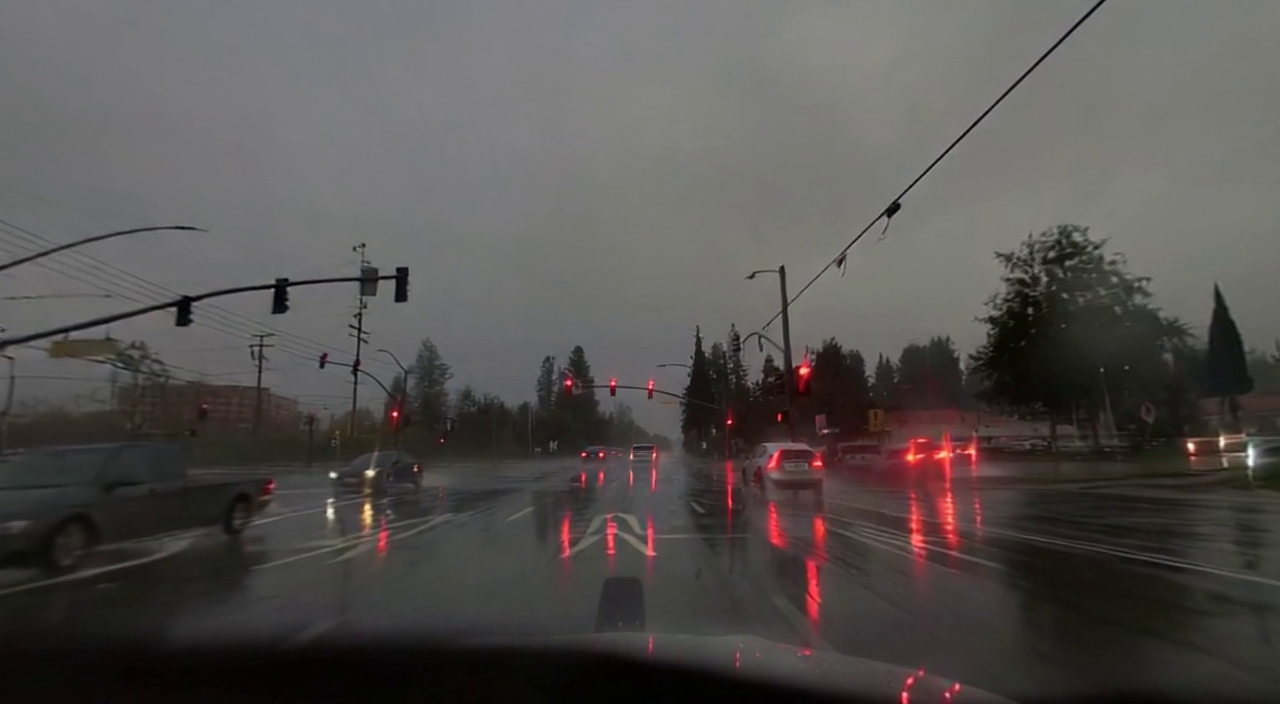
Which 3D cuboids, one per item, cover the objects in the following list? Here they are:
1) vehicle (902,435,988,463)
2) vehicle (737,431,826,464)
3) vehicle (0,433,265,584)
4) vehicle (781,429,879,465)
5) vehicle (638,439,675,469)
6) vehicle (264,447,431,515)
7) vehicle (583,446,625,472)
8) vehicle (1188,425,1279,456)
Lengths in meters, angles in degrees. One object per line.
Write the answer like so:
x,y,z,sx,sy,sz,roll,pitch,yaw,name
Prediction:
19.949,6.351,41.454,4.544,1.764,1.985,-1,-9,4,vehicle
10.250,7.004,46.362,5.904,2.269,2.948,-1,-8,3,vehicle
-7.606,1.977,8.874,1.912,1.573,4.299,0,-8,2,vehicle
12.539,6.315,42.075,5.748,2.332,2.361,0,-9,3,vehicle
1.139,6.729,41.892,2.276,1.850,3.897,-1,-8,4,vehicle
-7.176,3.170,16.145,1.904,1.449,4.580,0,-8,3,vehicle
-2.148,6.490,38.628,2.064,1.464,4.373,0,-8,3,vehicle
38.639,5.678,40.340,4.988,1.916,2.172,-1,-9,3,vehicle
